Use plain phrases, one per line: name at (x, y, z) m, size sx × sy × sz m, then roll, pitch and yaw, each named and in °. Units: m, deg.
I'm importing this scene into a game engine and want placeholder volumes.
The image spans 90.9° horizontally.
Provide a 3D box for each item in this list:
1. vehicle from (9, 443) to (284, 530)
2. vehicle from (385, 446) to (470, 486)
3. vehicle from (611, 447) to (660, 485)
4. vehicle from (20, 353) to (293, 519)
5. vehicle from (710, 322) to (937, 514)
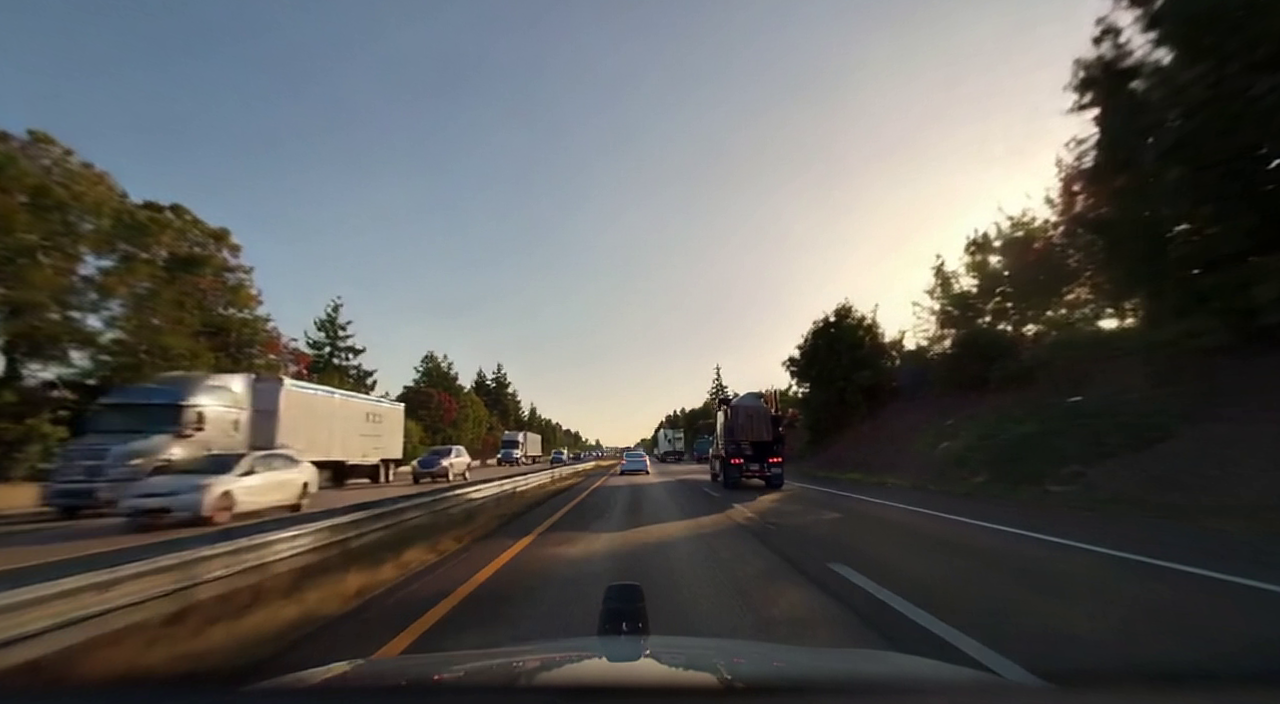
vehicle at (-8.575, 2.341, 11.501) m, size 1.921 × 1.304 × 3.824 m, roll 0°, pitch -9°, yaw 0°
vehicle at (-8.640, 4.667, 26.068) m, size 1.993 × 1.515 × 4.232 m, roll 0°, pitch -9°, yaw 1°
vehicle at (-0.184, 4.769, 26.597) m, size 1.939 × 1.495 × 3.612 m, roll 0°, pitch -9°, yaw 0°
vehicle at (-13.204, 2.440, 18.093) m, size 2.977 × 3.962 × 5.832 m, roll 0°, pitch -9°, yaw 0°
vehicle at (4.613, 2.424, 20.298) m, size 2.842 × 4.060 × 13.939 m, roll 0°, pitch -9°, yaw -1°
